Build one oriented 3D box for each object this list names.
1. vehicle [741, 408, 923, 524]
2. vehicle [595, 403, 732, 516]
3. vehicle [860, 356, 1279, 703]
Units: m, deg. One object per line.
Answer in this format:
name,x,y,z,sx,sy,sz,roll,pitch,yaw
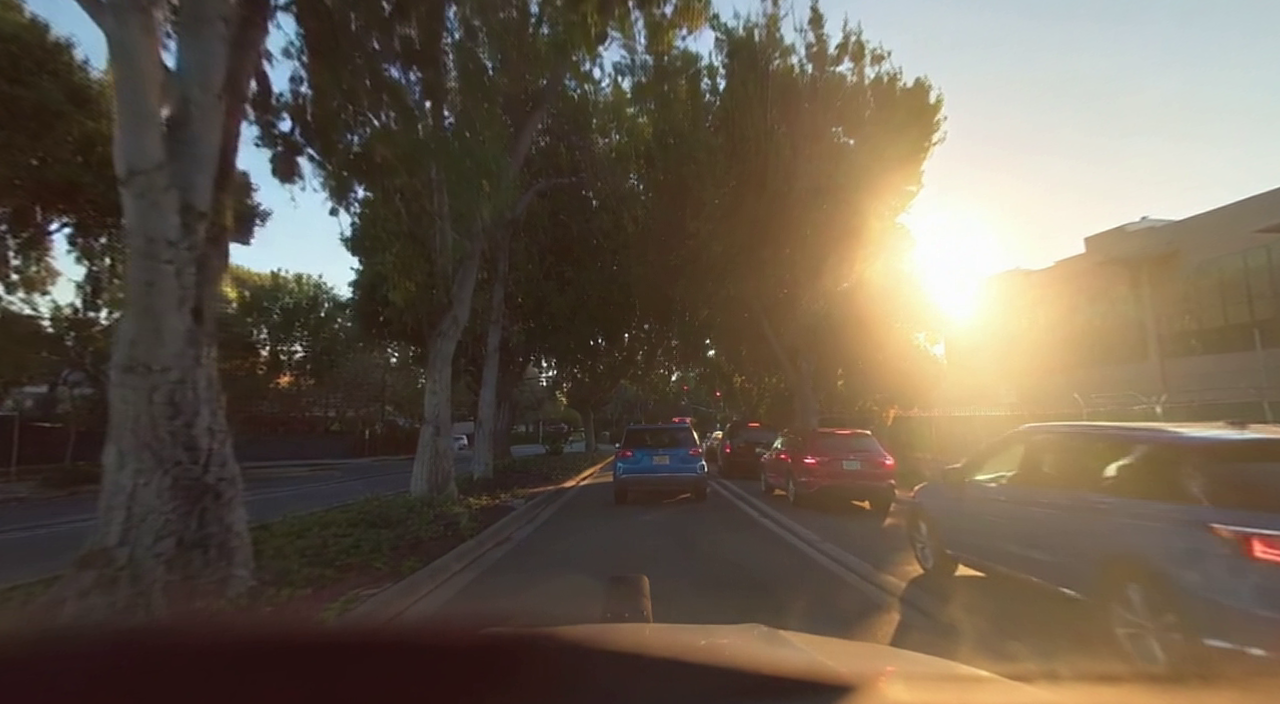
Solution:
vehicle,3.702,2.332,13.439,2.238,1.958,5.250,0,-8,0
vehicle,0.435,2.187,13.170,2.386,1.947,4.168,0,-8,1
vehicle,3.607,1.201,4.758,2.138,1.699,4.852,0,-8,0
